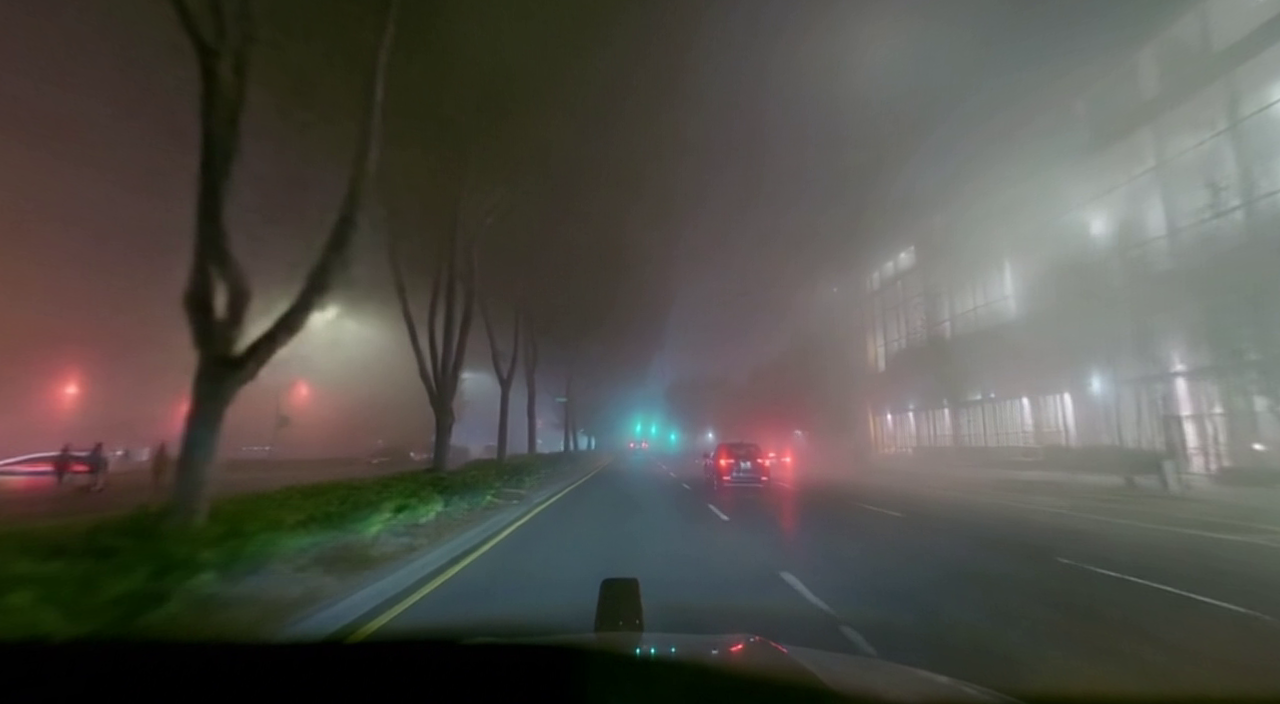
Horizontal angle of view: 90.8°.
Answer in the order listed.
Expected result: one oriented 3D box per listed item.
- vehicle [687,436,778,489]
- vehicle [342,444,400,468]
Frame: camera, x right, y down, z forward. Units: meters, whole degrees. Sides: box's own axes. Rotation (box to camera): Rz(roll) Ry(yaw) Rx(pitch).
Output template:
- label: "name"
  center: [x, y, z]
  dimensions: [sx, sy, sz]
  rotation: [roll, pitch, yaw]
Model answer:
- label: "vehicle"
  center: [2.798, 3.465, 20.205]
  dimensions: [2.131, 1.491, 4.496]
  rotation: [0, -8, -1]
- label: "vehicle"
  center: [-19.690, 7.599, 46.481]
  dimensions: [1.977, 1.687, 4.909]
  rotation: [0, -8, 1]
